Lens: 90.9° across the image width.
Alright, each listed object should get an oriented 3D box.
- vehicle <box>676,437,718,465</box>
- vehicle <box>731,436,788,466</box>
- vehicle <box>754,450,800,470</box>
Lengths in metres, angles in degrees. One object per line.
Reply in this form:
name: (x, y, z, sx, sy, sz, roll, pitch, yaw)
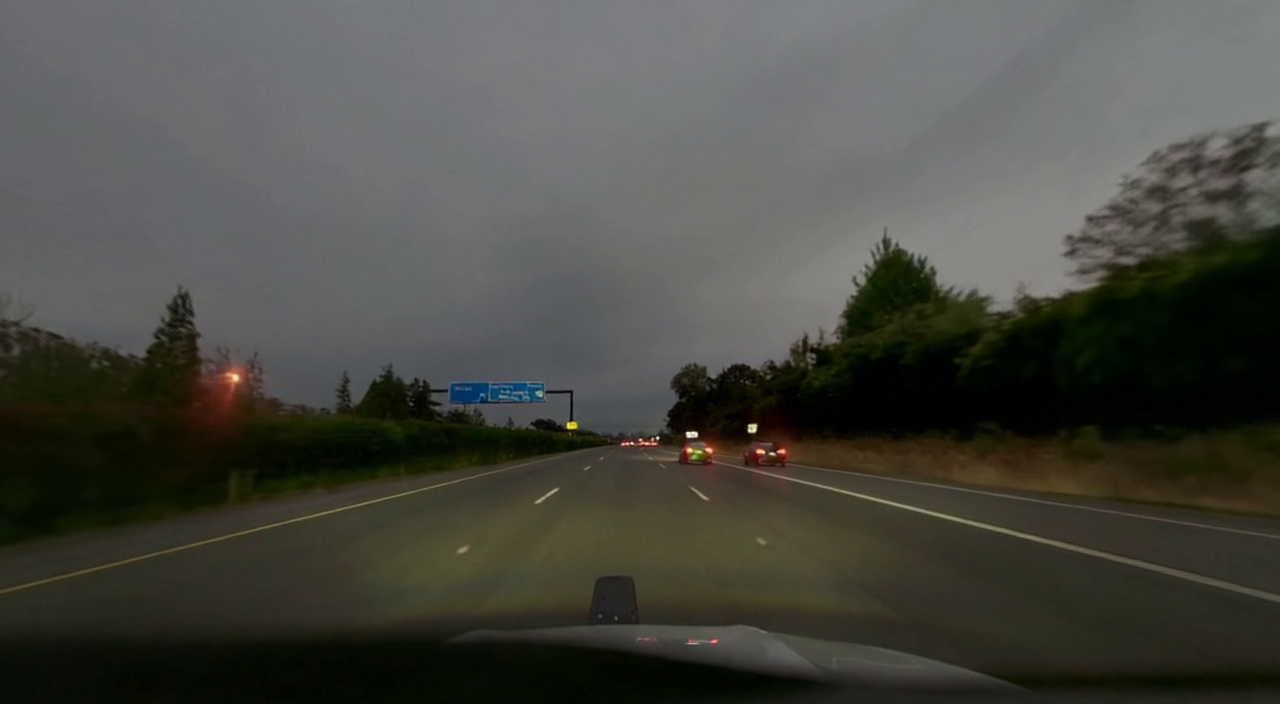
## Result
vehicle: (3.097, 5.457, 35.010, 1.819, 1.468, 3.770, 0, -8, -2)
vehicle: (6.546, 5.459, 34.970, 2.003, 1.522, 4.940, 0, -8, -2)
vehicle: (6.704, 5.301, 31.017, 1.535, 0.862, 2.814, 0, -8, -2)
